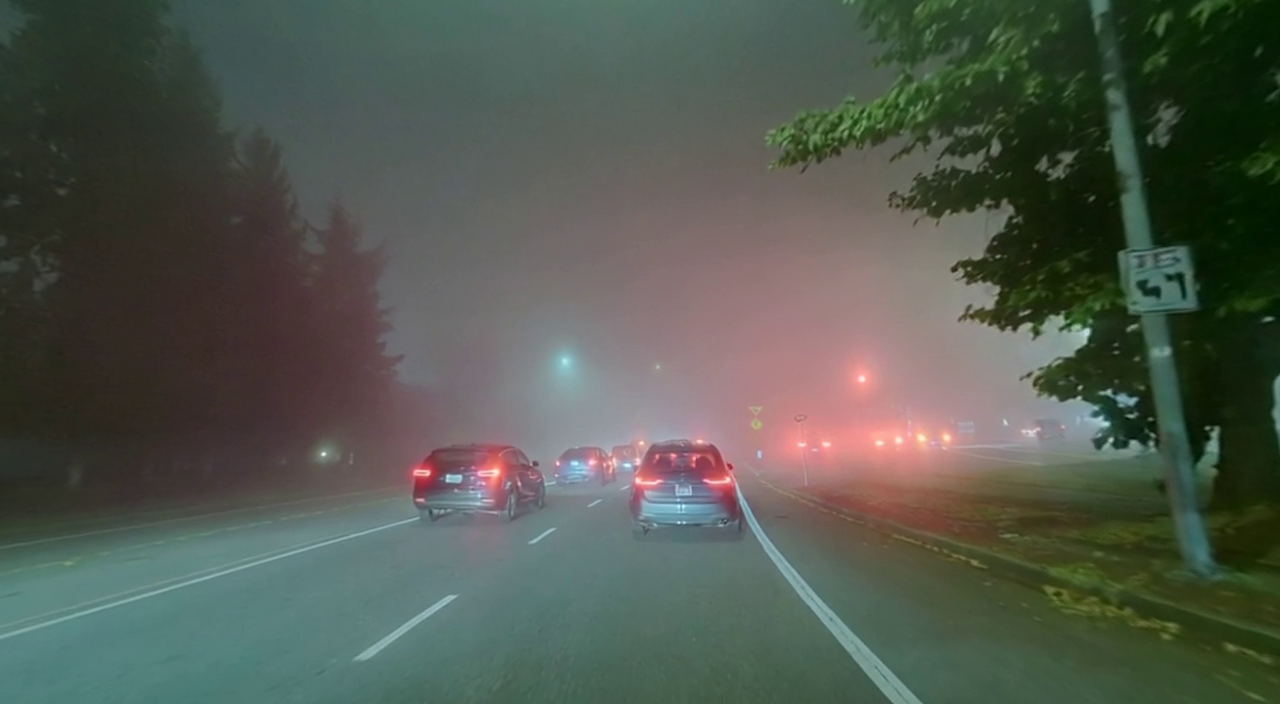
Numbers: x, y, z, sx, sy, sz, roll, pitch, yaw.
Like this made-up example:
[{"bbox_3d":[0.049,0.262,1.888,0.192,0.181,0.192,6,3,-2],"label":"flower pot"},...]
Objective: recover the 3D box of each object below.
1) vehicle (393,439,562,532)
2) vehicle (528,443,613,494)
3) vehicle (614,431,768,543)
[{"bbox_3d":[-2.950,2.522,12.540,1.940,1.502,4.241,-1,-9,5],"label":"vehicle"},{"bbox_3d":[-2.166,3.766,20.780,1.870,1.490,4.187,-1,-9,7],"label":"vehicle"},{"bbox_3d":[0.775,2.201,10.888,2.142,1.528,4.133,0,-9,2],"label":"vehicle"}]
